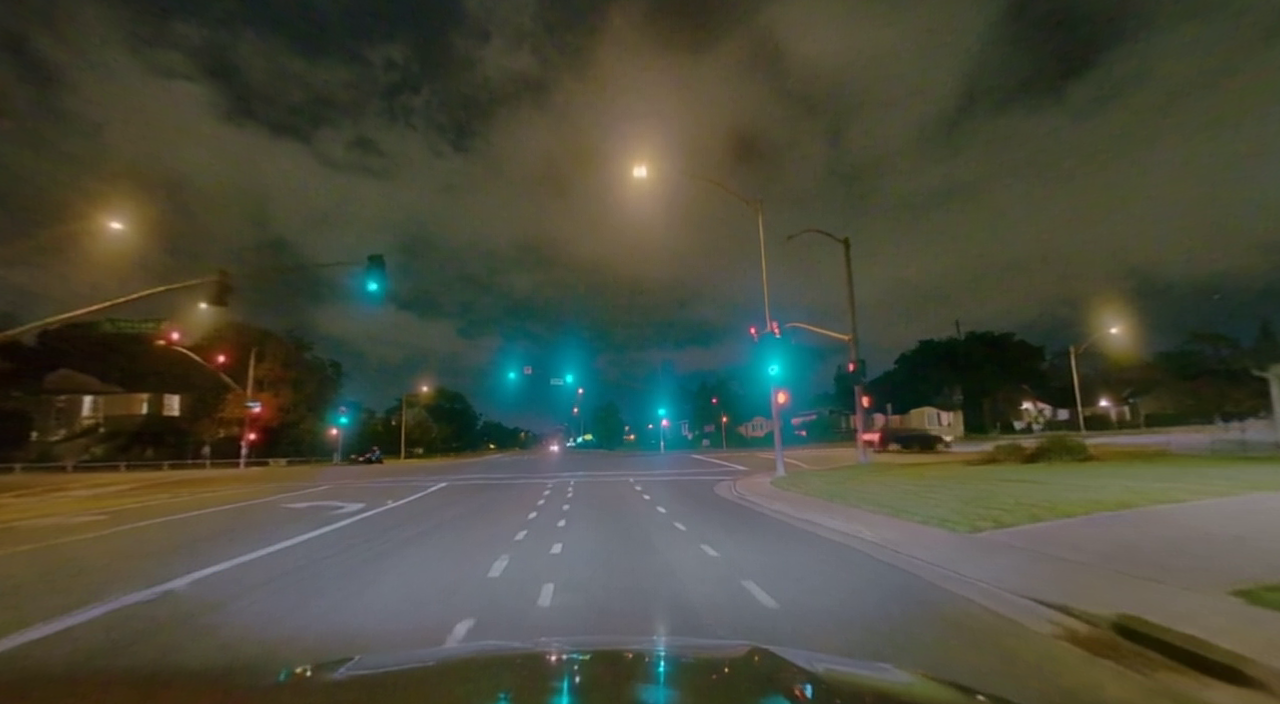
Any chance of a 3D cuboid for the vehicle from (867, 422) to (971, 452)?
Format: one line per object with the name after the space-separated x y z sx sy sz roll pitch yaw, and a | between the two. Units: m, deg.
14.902 4.541 33.818 4.759 1.461 1.788 0 -7 -5 | vehicle
